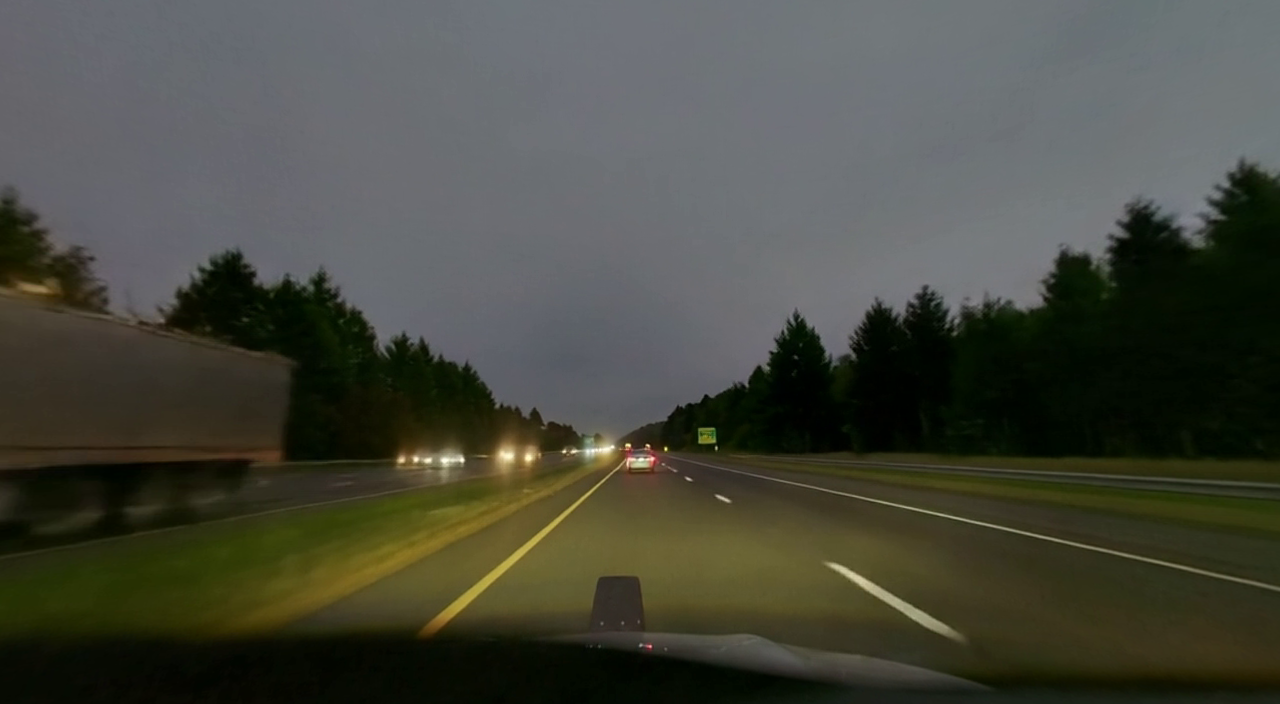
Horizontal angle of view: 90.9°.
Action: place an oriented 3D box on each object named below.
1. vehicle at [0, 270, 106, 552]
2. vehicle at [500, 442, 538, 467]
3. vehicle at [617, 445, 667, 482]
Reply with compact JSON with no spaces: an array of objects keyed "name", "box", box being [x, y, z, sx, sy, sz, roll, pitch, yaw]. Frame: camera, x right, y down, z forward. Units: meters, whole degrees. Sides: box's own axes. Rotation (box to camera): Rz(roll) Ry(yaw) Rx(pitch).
[{"name":"vehicle","box":[-8.877,0.351,5.164,2.612,3.281,7.073,0,-9,0]},{"name":"vehicle","box":[-9.137,7.757,47.925,2.002,1.777,4.357,0,-9,0]},{"name":"vehicle","box":[0.044,5.013,28.587,2.114,1.523,4.012,0,-9,-1]}]
